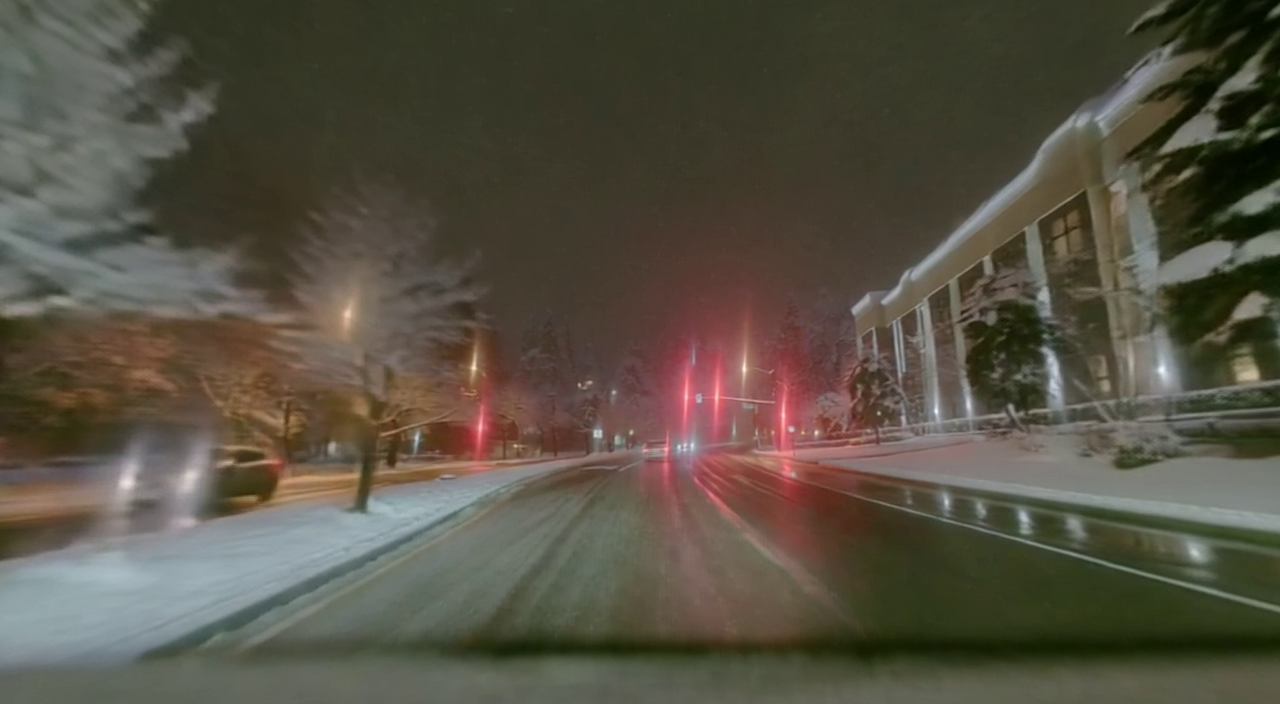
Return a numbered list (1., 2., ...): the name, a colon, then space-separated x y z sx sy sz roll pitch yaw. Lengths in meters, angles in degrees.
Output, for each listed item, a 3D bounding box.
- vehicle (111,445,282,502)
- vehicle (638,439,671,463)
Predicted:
1. vehicle: -16.212 4.413 23.632 2.292 1.843 5.642 0 -8 0
2. vehicle: 1.041 6.776 43.337 2.037 1.568 3.693 0 -8 4
